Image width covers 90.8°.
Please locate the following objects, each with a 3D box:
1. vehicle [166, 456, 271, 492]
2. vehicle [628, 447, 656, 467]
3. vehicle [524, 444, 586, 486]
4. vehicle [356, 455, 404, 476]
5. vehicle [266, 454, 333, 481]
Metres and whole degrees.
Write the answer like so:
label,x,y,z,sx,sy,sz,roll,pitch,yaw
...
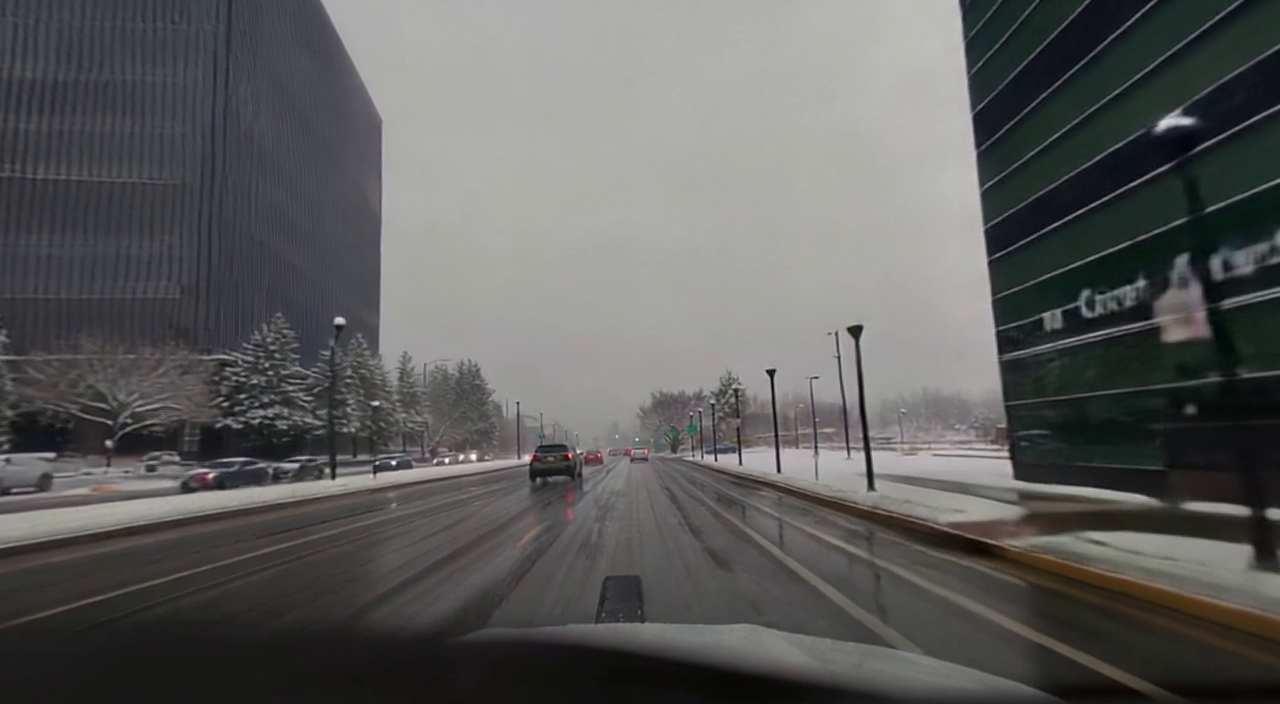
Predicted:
label,x,y,z,sx,sy,sz,roll,pitch,yaw
vehicle,-20.180,5.834,30.515,1.959,1.536,4.455,0,-8,0
vehicle,0.160,8.095,48.918,2.102,1.482,4.125,0,-8,0
vehicle,-3.364,4.534,25.706,1.983,1.545,3.773,0,-8,0
vehicle,-20.458,8.919,49.861,1.856,1.471,4.445,0,-8,0
vehicle,-23.864,8.078,44.515,1.978,1.739,4.895,0,-8,-1
